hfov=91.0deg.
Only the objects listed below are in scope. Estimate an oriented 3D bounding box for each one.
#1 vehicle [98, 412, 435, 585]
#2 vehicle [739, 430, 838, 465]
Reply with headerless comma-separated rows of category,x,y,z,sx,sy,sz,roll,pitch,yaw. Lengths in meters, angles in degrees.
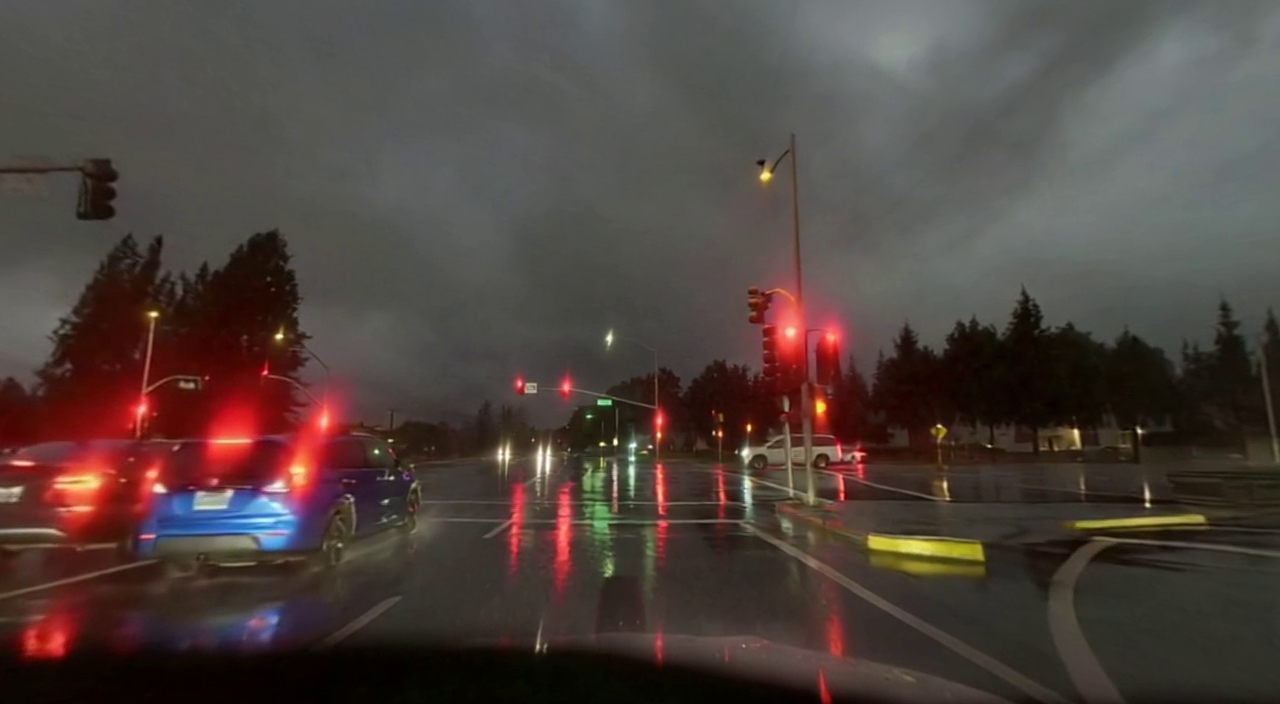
vehicle,-4.070,1.648,7.804,1.815,1.569,3.940,1,-9,-2
vehicle,7.728,5.010,33.173,4.884,1.714,2.021,-1,-9,11
